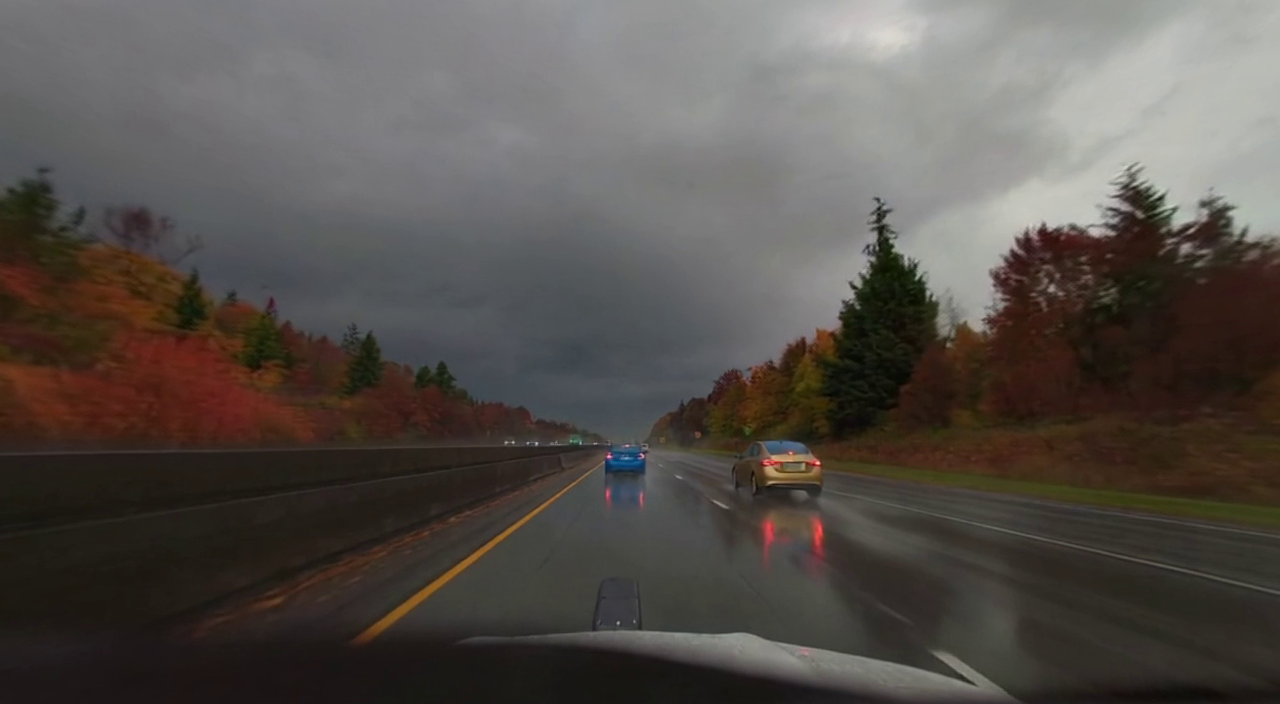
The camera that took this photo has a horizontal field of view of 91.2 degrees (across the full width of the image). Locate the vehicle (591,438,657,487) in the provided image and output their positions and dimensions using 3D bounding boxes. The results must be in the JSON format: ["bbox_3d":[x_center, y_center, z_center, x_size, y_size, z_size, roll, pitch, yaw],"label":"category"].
[{"bbox_3d":[-0.532,3.920,22.504,2.128,1.516,4.410,-1,-9,0],"label":"vehicle"}]

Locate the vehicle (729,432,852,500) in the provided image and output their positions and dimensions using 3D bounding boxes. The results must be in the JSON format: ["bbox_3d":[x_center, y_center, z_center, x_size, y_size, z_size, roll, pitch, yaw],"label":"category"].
[{"bbox_3d":[3.928,3.073,17.180,2.300,1.595,4.144,-1,-9,0],"label":"vehicle"}]
